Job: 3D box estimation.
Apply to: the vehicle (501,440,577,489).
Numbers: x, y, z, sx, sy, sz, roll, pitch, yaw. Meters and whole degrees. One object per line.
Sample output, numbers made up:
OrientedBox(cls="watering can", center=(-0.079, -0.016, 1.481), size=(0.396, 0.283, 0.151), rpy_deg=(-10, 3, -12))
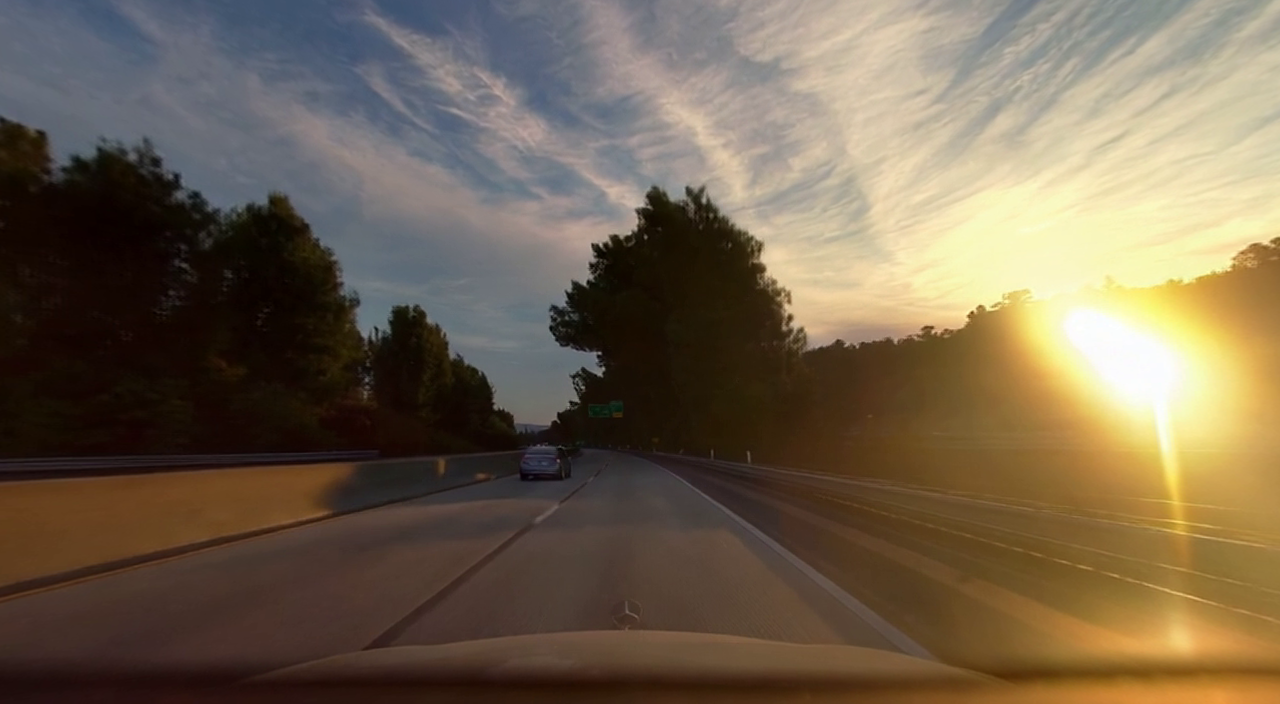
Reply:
OrientedBox(cls="vehicle", center=(-3.403, 3.864, 22.000), size=(1.990, 1.532, 3.911), rpy_deg=(0, -9, 0))
